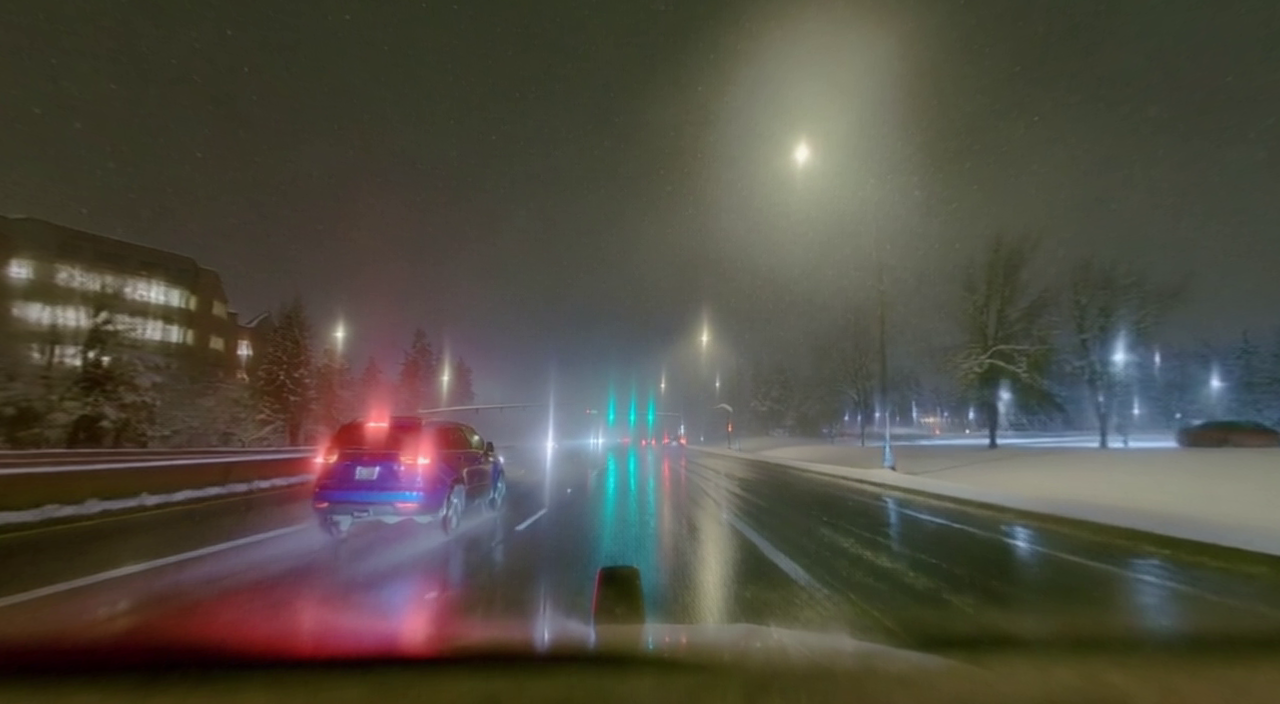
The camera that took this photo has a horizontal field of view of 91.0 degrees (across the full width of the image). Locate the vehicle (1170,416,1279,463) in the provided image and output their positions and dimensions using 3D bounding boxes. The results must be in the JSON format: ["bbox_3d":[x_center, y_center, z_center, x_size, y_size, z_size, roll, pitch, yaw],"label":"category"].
[{"bbox_3d":[23.259,3.349,24.269,4.000,1.458,1.640,-5,-7,0],"label":"vehicle"}]

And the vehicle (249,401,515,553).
[{"bbox_3d":[-3.386,1.754,9.465,2.033,1.713,4.503,0,-8,1],"label":"vehicle"}]
